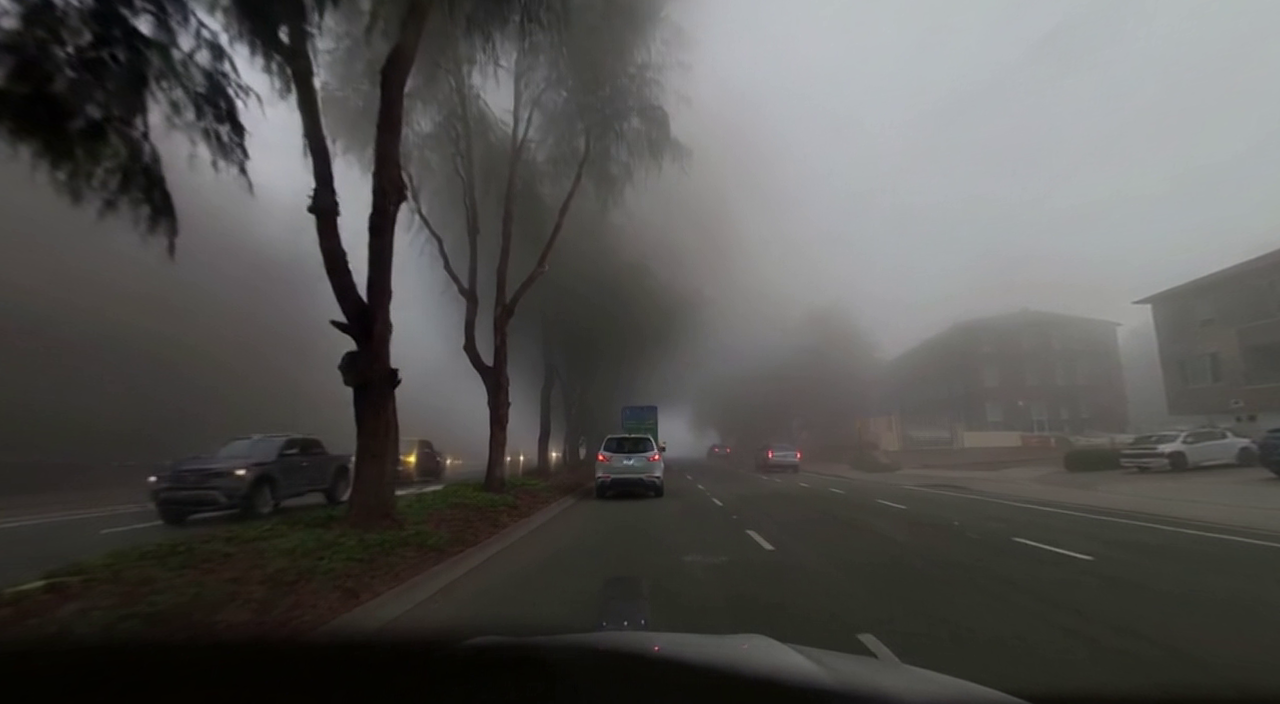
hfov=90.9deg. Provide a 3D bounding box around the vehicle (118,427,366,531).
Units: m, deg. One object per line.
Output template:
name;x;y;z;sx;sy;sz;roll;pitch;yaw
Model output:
vehicle;-7.959;2.548;13.367;2.119;1.778;4.760;0;-8;0

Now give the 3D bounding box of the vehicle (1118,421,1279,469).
vehicle;19.086;3.111;21.122;4.474;1.524;1.893;0;-8;3

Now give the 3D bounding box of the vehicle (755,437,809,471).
vehicle;7.600;5.490;34.161;1.971;1.722;4.341;0;-8;1

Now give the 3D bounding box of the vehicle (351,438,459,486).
vehicle;-10.346;4.877;28.486;2.238;1.906;6.264;0;-8;3

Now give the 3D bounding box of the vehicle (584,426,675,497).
vehicle;-0.212;3.139;18.469;2.332;1.798;4.546;0;-8;1
